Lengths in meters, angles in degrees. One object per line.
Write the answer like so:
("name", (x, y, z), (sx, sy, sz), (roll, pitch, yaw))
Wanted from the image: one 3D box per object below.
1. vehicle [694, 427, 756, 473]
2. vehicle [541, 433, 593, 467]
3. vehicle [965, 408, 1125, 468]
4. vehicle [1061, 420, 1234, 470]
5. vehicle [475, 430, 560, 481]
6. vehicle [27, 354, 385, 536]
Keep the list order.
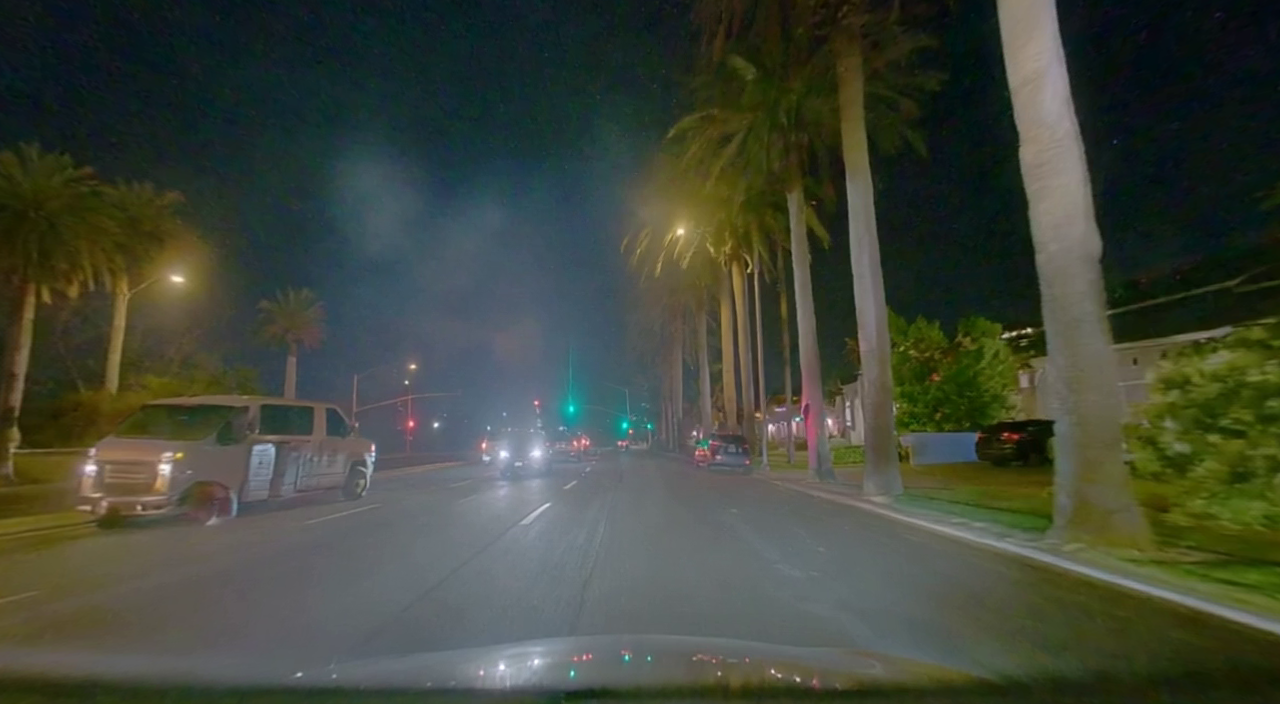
("vehicle", (3.461, 4.054, 26.367), (1.801, 1.746, 4.325), (0, -8, -2))
("vehicle", (-3.825, 5.220, 33.845), (2.181, 1.636, 4.504), (-1, -8, 0))
("vehicle", (14.853, 3.134, 23.185), (4.864, 2.000, 2.353), (2, -8, -20))
("vehicle", (16.353, 2.970, 20.375), (4.537, 1.484, 1.922), (2, -8, -15))
("vehicle", (-4.092, 3.526, 21.840), (2.051, 1.572, 4.207), (-1, -8, 1))
("vehicle", (-7.012, 1.651, 11.501), (2.155, 2.399, 6.101), (-1, -8, 0))
